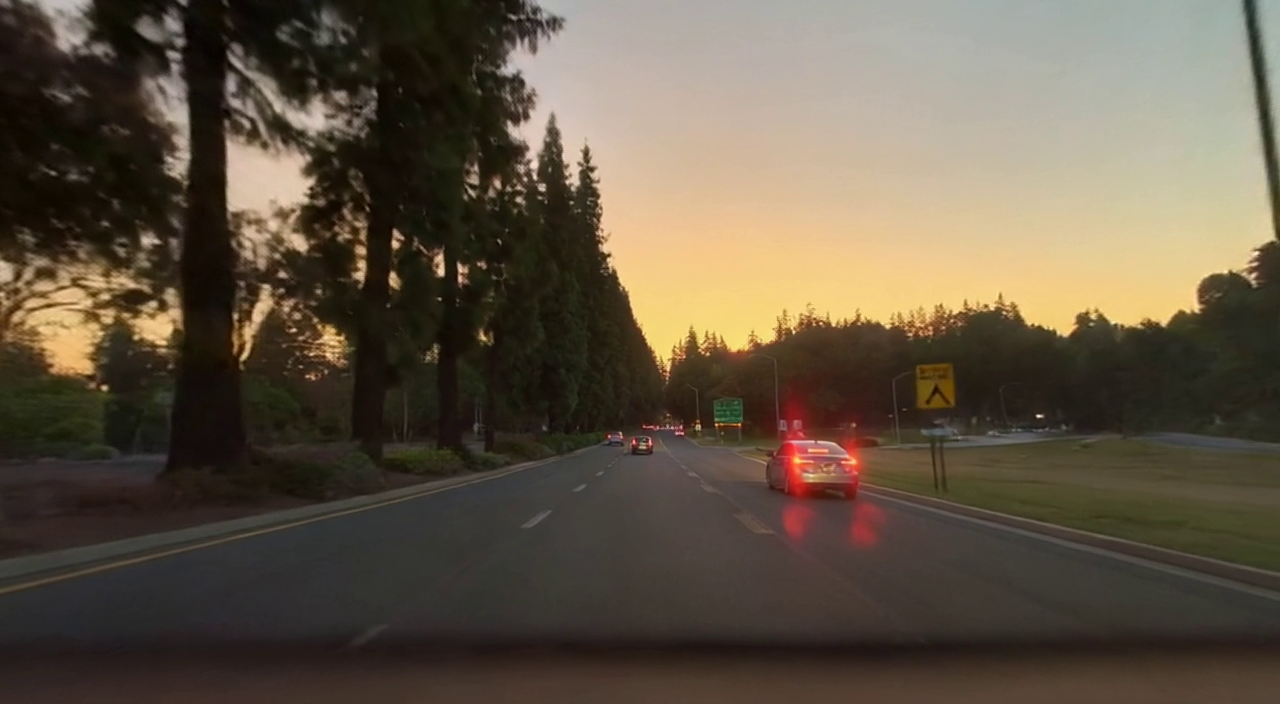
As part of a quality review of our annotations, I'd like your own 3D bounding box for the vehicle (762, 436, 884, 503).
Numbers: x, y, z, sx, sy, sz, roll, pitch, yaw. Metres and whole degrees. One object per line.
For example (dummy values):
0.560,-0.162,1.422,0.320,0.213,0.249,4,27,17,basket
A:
4.635,3.010,16.628,1.913,1.516,4.322,0,-8,0,vehicle
